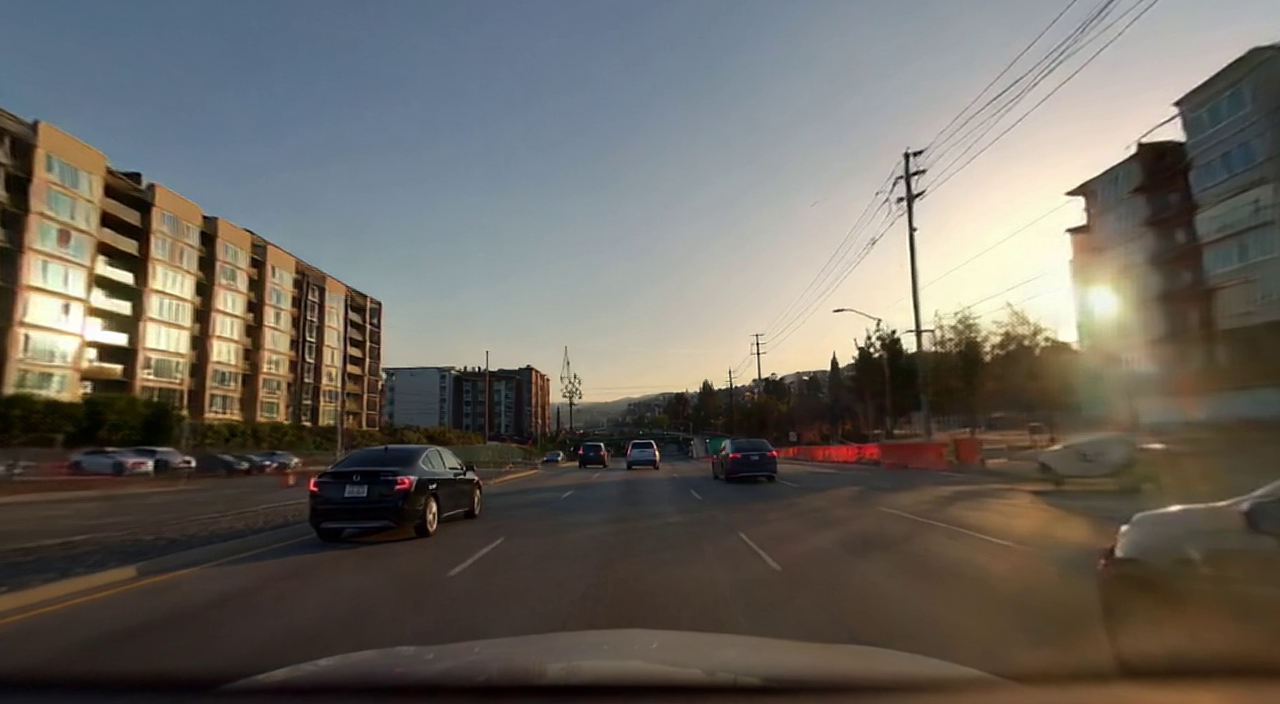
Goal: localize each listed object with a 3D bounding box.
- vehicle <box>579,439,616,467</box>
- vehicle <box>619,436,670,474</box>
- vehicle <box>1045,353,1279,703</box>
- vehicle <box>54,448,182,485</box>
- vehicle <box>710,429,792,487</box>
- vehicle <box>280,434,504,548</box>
[{"bbox_3d":[-2.937,7.130,44.858,2.190,1.832,4.417,-1,-8,1],"label":"vehicle"},{"bbox_3d":[0.219,5.051,31.140,2.291,1.714,4.217,0,-8,0],"label":"vehicle"},{"bbox_3d":[3.312,0.693,1.546,1.975,1.598,4.025,-1,-8,1],"label":"vehicle"},{"bbox_3d":[-35.848,7.830,43.558,6.501,2.400,2.366,0,-8,-2],"label":"vehicle"},{"bbox_3d":[3.727,3.646,22.071,2.029,1.797,4.218,0,-8,-1],"label":"vehicle"},{"bbox_3d":[-3.742,2.153,10.509,1.968,1.473,4.209,0,-8,1],"label":"vehicle"}]
